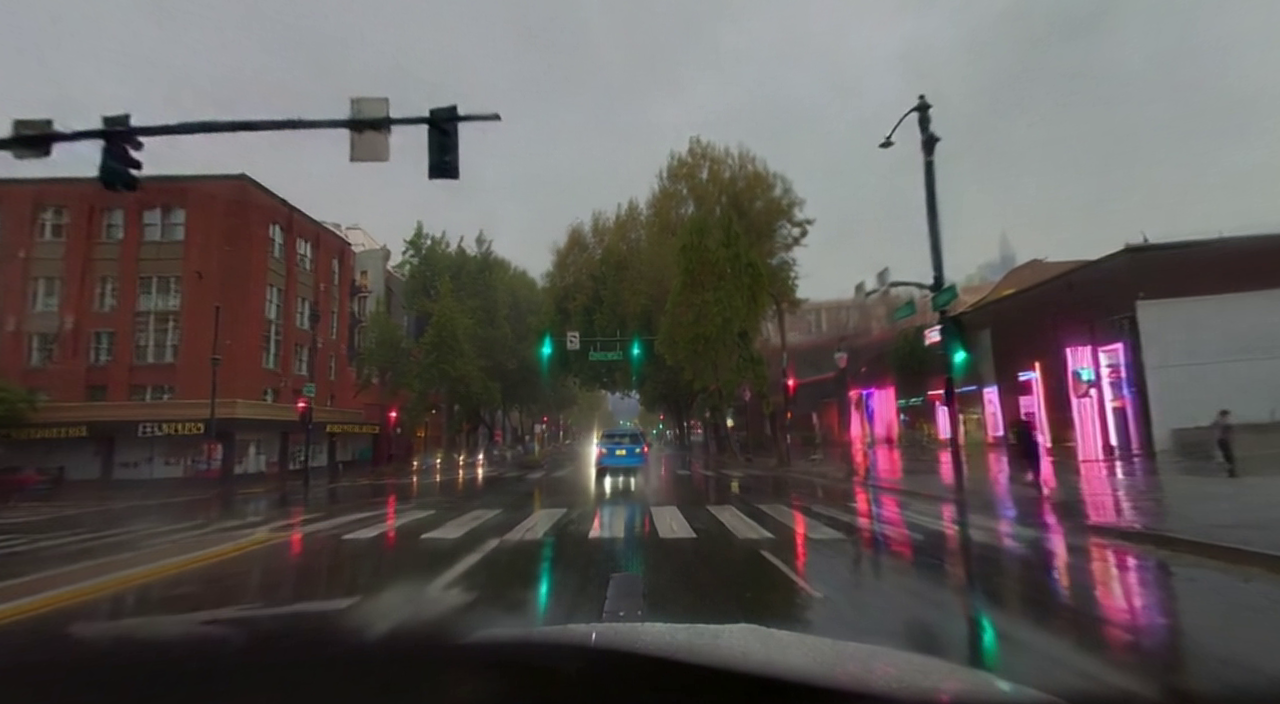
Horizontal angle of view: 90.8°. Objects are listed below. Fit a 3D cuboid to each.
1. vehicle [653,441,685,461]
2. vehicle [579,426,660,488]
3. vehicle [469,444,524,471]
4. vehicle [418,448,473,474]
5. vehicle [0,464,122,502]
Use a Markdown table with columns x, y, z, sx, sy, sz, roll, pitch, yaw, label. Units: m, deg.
| x | y | z | sx | sy | sz | roll | pitch | yaw | label |
| --- | --- | --- | --- | --- | --- | --- | --- | --- | --- |
| 2.267 | 7.782 | 49.776 | 2.209 | 1.478 | 4.138 | 0 | -8 | -2 | vehicle |
| -0.615 | 3.423 | 20.823 | 2.382 | 1.796 | 4.610 | 0 | -8 | 0 | vehicle |
| -8.425 | 6.233 | 37.518 | 2.152 | 1.468 | 4.737 | 0 | -8 | 0 | vehicle |
| -11.891 | 6.685 | 38.955 | 1.972 | 1.475 | 4.381 | 0 | -8 | 0 | vehicle |
| -26.124 | 5.823 | 28.188 | 4.317 | 1.524 | 1.809 | 0 | -8 | -1 | vehicle |
